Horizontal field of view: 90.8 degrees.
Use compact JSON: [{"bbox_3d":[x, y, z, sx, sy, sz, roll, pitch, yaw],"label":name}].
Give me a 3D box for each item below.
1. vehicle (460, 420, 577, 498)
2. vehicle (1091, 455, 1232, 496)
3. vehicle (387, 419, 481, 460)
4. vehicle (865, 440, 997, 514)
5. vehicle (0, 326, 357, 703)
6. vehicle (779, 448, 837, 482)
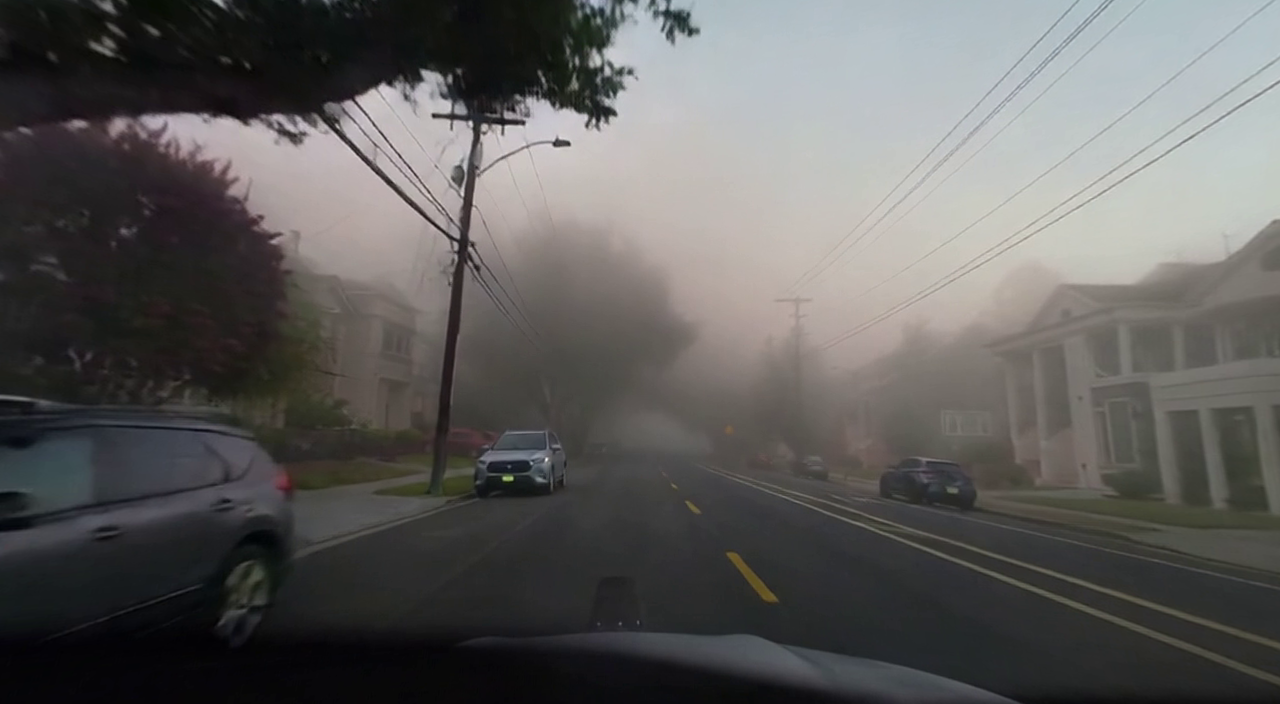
[{"bbox_3d":[-3.304,3.065,18.561,2.290,1.924,5.536,0,-8,0],"label":"vehicle"},{"bbox_3d":[22.272,5.268,27.135,4.172,1.630,2.112,0,-9,-2],"label":"vehicle"},{"bbox_3d":[-11.276,4.796,34.712,4.314,1.790,2.035,3,-8,14],"label":"vehicle"},{"bbox_3d":[9.598,4.100,21.371,2.156,1.882,4.790,8,-8,1],"label":"vehicle"},{"bbox_3d":[-3.439,0.847,2.758,2.127,1.737,4.961,0,-8,0],"label":"vehicle"},{"bbox_3d":[9.644,6.468,36.544,1.977,1.495,4.800,8,-8,2],"label":"vehicle"}]
